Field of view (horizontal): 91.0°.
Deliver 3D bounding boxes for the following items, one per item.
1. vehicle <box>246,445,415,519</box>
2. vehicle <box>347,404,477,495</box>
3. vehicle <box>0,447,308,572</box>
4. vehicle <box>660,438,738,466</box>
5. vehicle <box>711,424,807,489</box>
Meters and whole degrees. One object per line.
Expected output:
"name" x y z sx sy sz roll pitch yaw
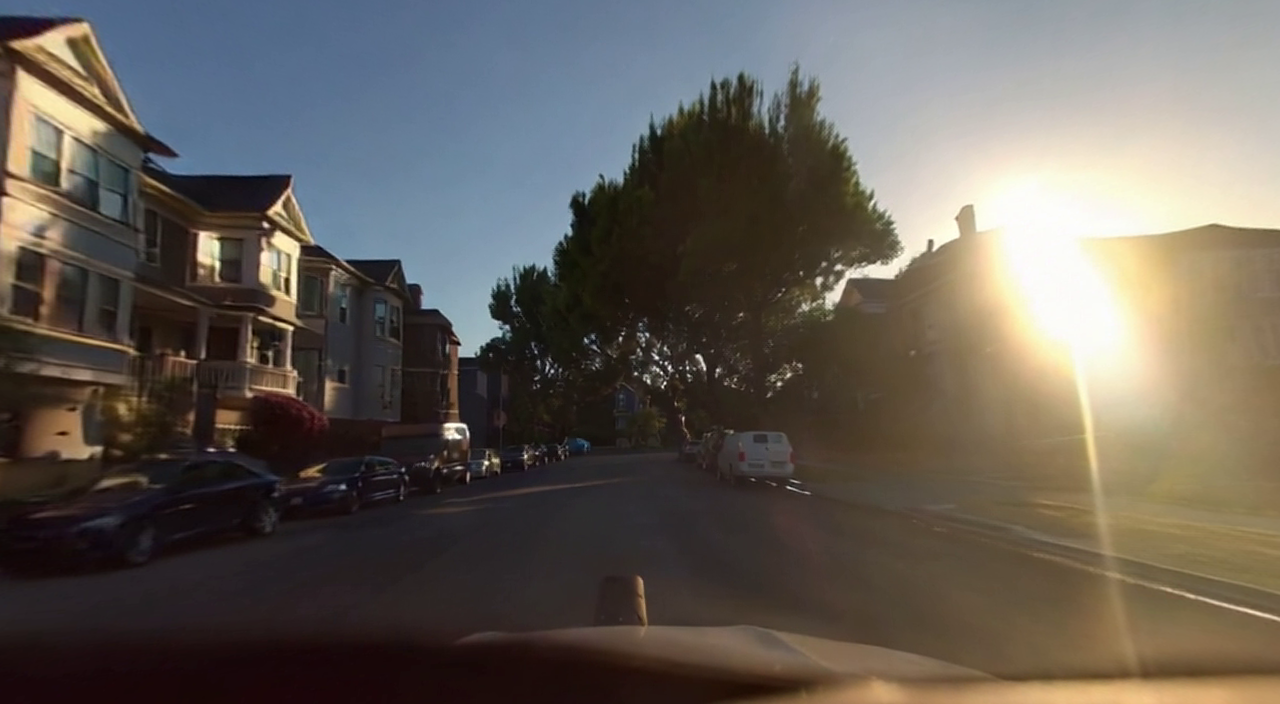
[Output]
"vehicle" -7.213 3.024 15.247 1.953 1.501 4.125 -1 -8 1
"vehicle" -7.515 3.391 21.619 2.341 2.674 5.753 -1 -10 -1
"vehicle" -7.232 2.250 9.810 1.832 1.483 4.140 -1 -9 0
"vehicle" 3.844 6.555 41.364 4.726 1.731 2.075 -5 -10 33
"vehicle" 3.925 3.559 21.744 2.216 1.955 4.970 0 -8 -2
